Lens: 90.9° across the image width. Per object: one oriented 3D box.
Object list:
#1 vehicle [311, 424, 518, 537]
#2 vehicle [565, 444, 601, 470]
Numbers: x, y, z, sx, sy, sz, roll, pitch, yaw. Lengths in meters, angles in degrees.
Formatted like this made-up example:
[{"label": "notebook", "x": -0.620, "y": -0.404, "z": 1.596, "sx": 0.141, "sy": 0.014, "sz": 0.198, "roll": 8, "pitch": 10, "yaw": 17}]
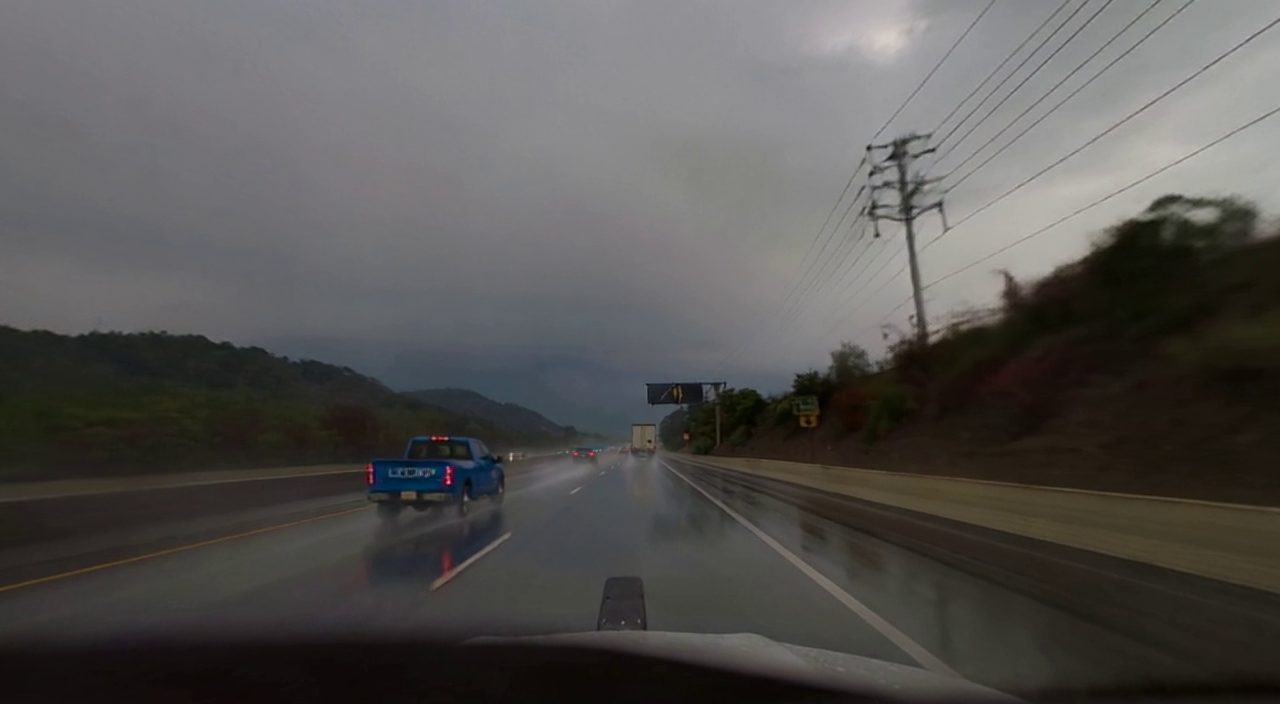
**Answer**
[{"label": "vehicle", "x": -3.902, "y": 2.324, "z": 12.083, "sx": 2.049, "sy": 1.697, "sz": 4.998, "roll": 0, "pitch": -9, "yaw": 1}, {"label": "vehicle", "x": -4.031, "y": 7.506, "z": 45.193, "sx": 2.111, "sy": 1.735, "sz": 4.066, "roll": 0, "pitch": -9, "yaw": 1}]
